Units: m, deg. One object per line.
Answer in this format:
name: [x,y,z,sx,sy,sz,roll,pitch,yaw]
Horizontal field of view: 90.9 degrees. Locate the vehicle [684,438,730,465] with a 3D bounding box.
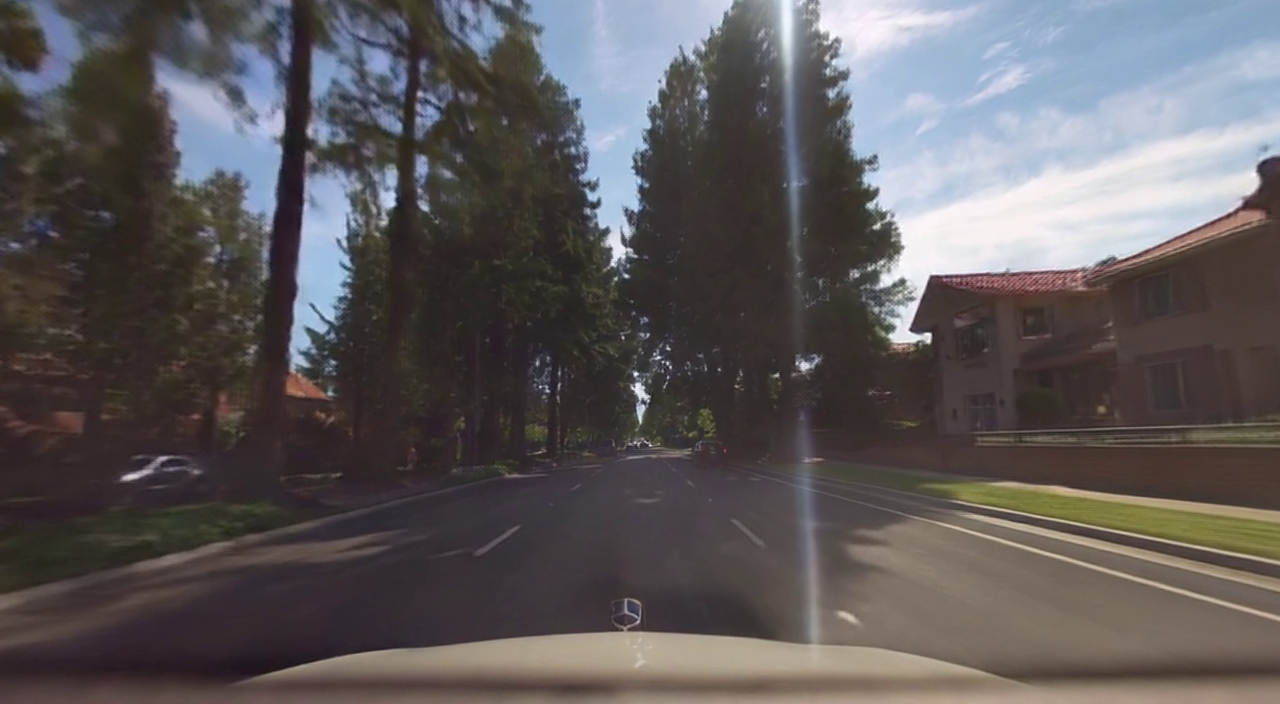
vehicle: [3.999,6.071,38.653,2.237,1.578,4.621,0,-8,-1]

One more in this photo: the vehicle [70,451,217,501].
vehicle: [-21.271,5.285,27.391,2.238,1.778,5.115,-3,-8,1]
